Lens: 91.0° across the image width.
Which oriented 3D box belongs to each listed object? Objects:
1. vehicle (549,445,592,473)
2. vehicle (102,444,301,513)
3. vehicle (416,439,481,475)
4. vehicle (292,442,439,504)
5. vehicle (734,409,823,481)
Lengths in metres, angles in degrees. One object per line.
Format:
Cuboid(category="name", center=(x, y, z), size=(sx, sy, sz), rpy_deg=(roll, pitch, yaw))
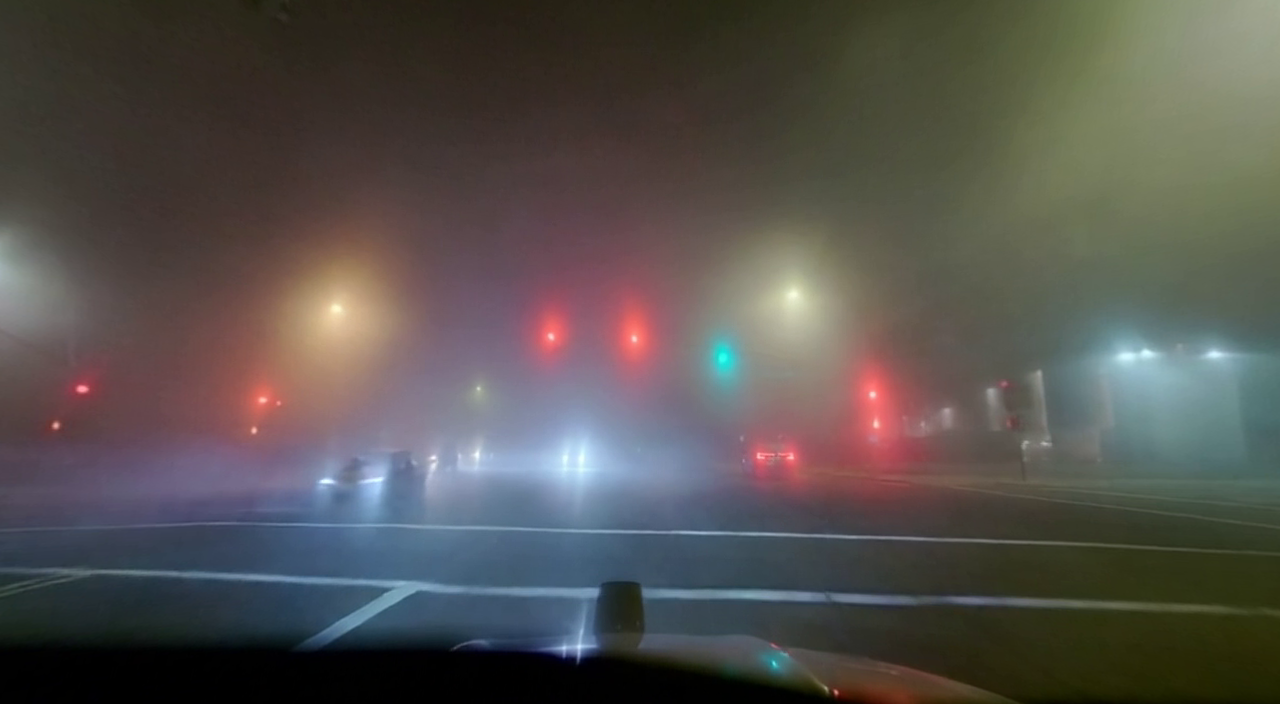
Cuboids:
Cuboid(category="vehicle", center=(-4.076, 6.317, 37.434), size=(2.003, 1.539, 4.396), rpy_deg=(-1, -8, 1))
Cuboid(category="vehicle", center=(-11.113, 3.196, 16.469), size=(2.018, 1.519, 4.360), rpy_deg=(0, -9, 0))
Cuboid(category="vehicle", center=(-10.633, 5.889, 35.419), size=(2.072, 1.841, 4.737), rpy_deg=(0, -9, 1))
Cuboid(category="vehicle", center=(-7.539, 3.348, 17.921), size=(1.991, 1.506, 4.659), rpy_deg=(0, -9, 1))
Cuboid(category="vehicle", center=(6.832, 4.773, 32.230), size=(2.802, 3.208, 7.459), rpy_deg=(0, -9, 0))
